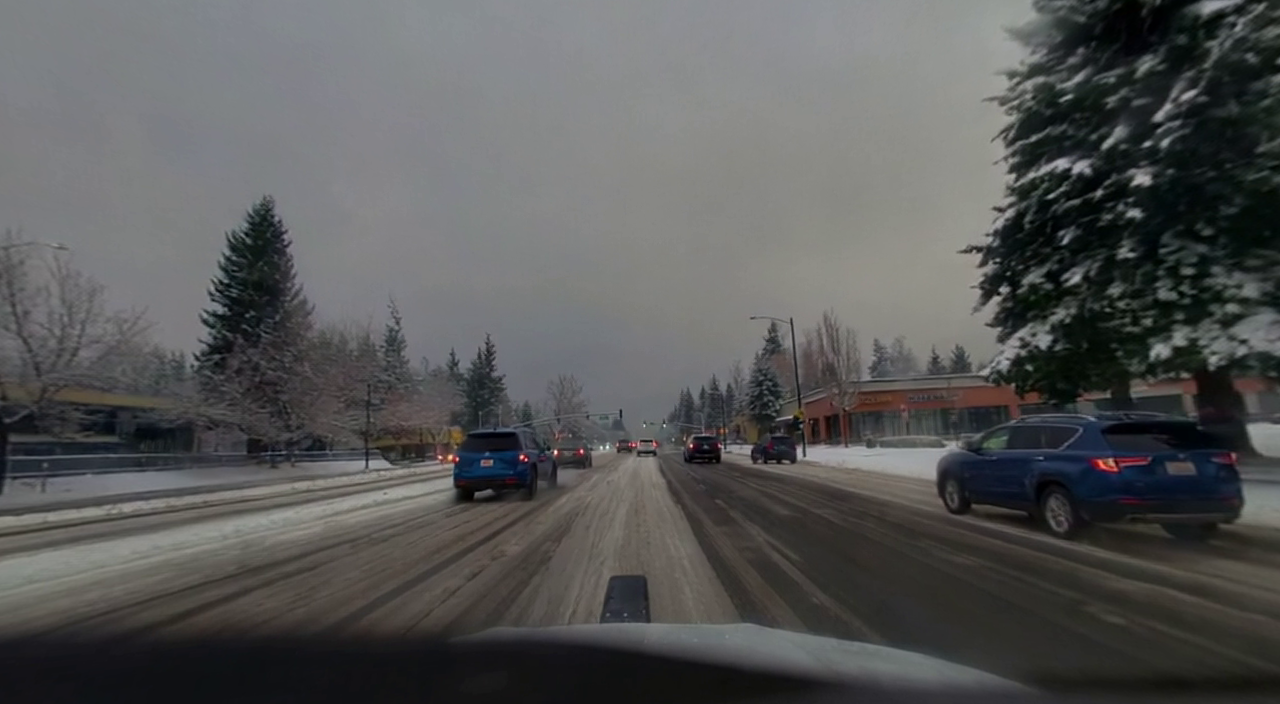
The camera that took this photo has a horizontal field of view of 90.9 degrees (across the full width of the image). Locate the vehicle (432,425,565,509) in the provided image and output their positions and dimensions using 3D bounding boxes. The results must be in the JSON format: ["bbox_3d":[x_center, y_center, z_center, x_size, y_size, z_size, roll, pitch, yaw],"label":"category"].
[{"bbox_3d":[-3.200,2.721,15.309,2.141,1.719,4.379,-1,-9,1],"label":"vehicle"}]

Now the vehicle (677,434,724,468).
[{"bbox_3d":[3.395,5.673,36.255,2.178,1.804,4.766,0,-9,0],"label":"vehicle"}]

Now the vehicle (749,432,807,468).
[{"bbox_3d":[7.421,5.312,34.256,2.076,1.793,4.464,0,-9,-1],"label":"vehicle"}]

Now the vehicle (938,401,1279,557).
[{"bbox_3d":[6.432,1.717,9.135,2.088,1.666,4.512,-1,-9,1],"label":"vehicle"}]
